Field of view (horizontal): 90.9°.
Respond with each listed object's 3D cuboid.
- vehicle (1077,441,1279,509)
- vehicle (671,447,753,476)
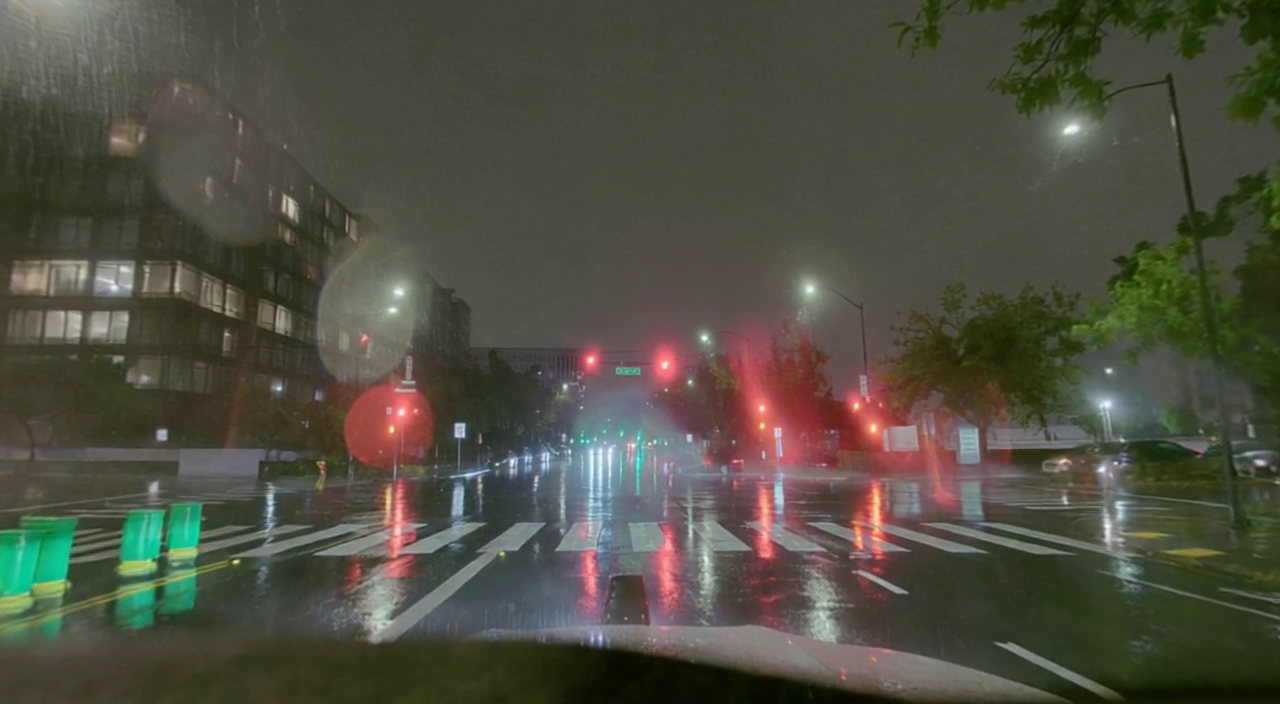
[{"bbox_3d":[13.029,2.791,14.550,4.424,1.436,1.804,-1,-8,5],"label":"vehicle"},{"bbox_3d":[4.015,6.143,35.668,1.972,1.522,4.368,7,-11,-42],"label":"vehicle"}]
